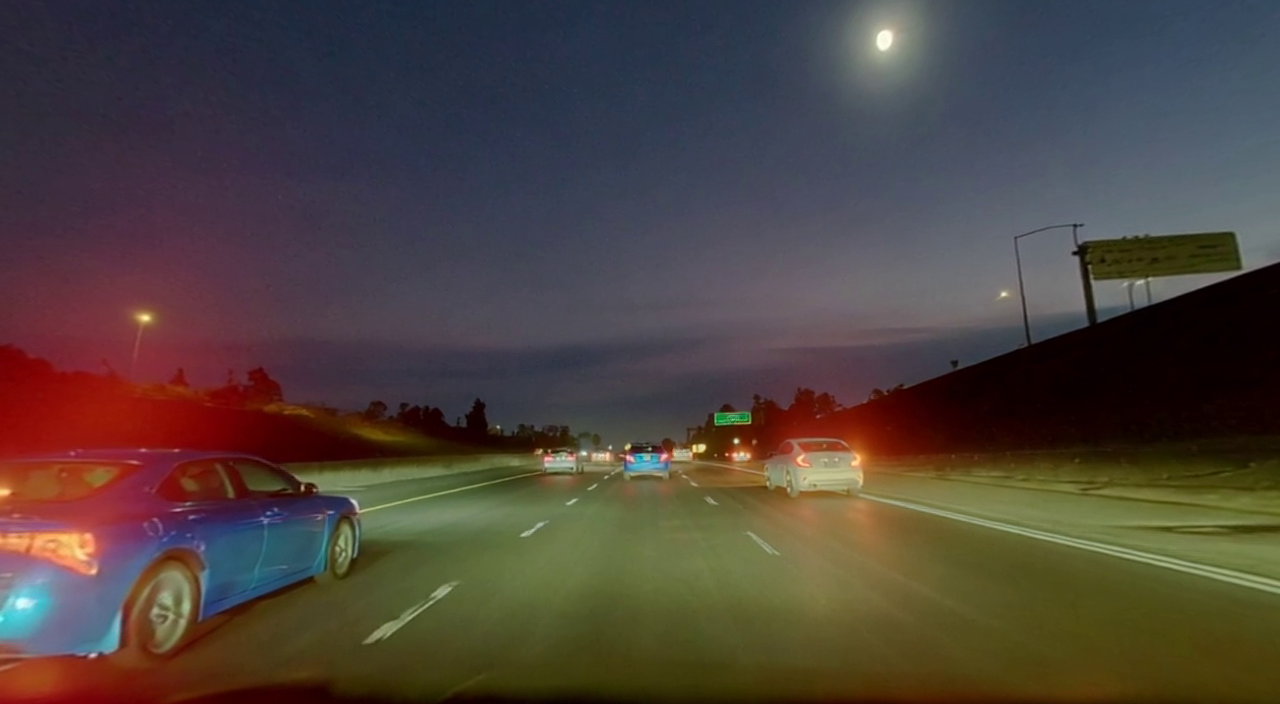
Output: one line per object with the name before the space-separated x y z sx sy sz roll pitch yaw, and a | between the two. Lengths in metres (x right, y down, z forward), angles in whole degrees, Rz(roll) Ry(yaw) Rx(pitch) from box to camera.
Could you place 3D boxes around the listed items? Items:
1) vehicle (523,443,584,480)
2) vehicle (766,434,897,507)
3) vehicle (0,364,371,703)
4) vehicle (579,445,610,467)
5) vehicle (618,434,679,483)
vehicle | -3.756 4.838 28.113 2.031 1.491 4.145 0 -9 1
vehicle | 4.882 3.073 16.803 2.055 1.656 4.370 0 -9 -1
vehicle | -3.900 1.093 4.217 2.160 1.639 4.431 0 -9 1
vehicle | -3.344 7.714 46.878 1.969 1.480 4.077 0 -9 1
vehicle | 0.314 4.141 24.695 2.202 1.748 4.158 0 -8 0
